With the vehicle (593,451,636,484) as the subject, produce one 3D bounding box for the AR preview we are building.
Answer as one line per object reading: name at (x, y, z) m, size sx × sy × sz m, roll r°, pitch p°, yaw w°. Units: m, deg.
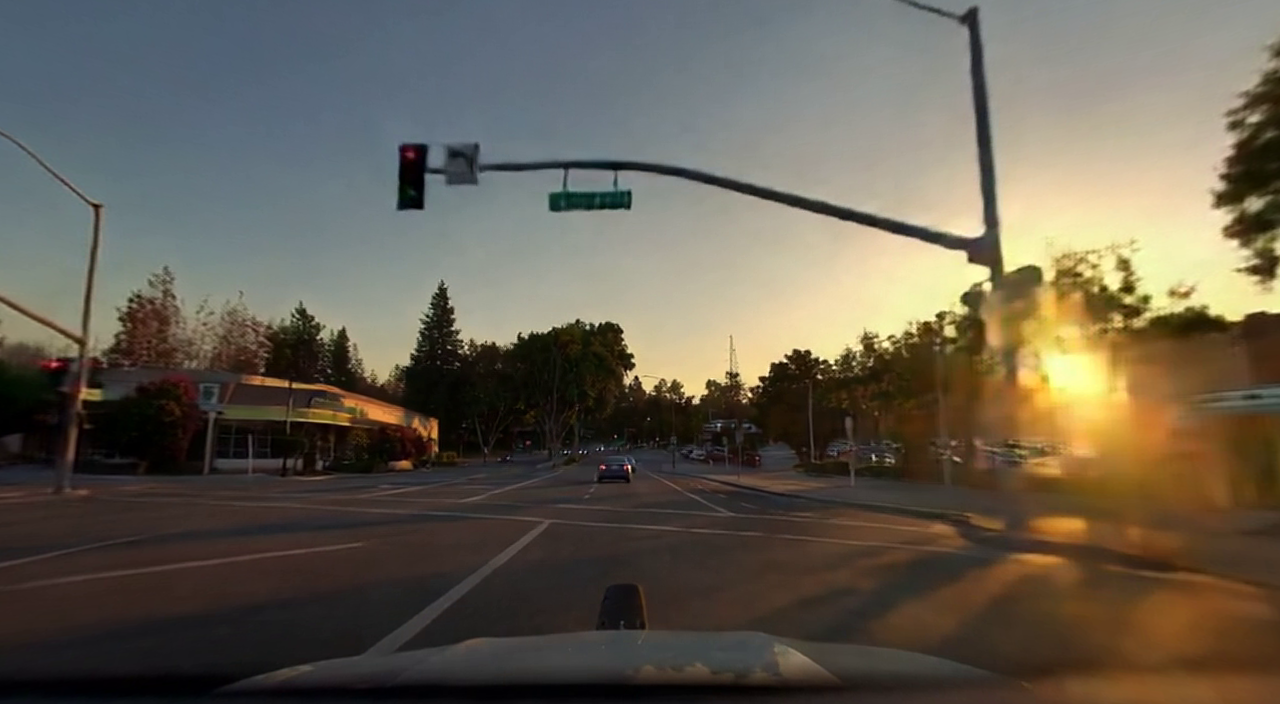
vehicle at (-1.245, 5.462, 30.201) m, size 1.917 × 1.418 × 3.987 m, roll 0°, pitch -8°, yaw -3°
